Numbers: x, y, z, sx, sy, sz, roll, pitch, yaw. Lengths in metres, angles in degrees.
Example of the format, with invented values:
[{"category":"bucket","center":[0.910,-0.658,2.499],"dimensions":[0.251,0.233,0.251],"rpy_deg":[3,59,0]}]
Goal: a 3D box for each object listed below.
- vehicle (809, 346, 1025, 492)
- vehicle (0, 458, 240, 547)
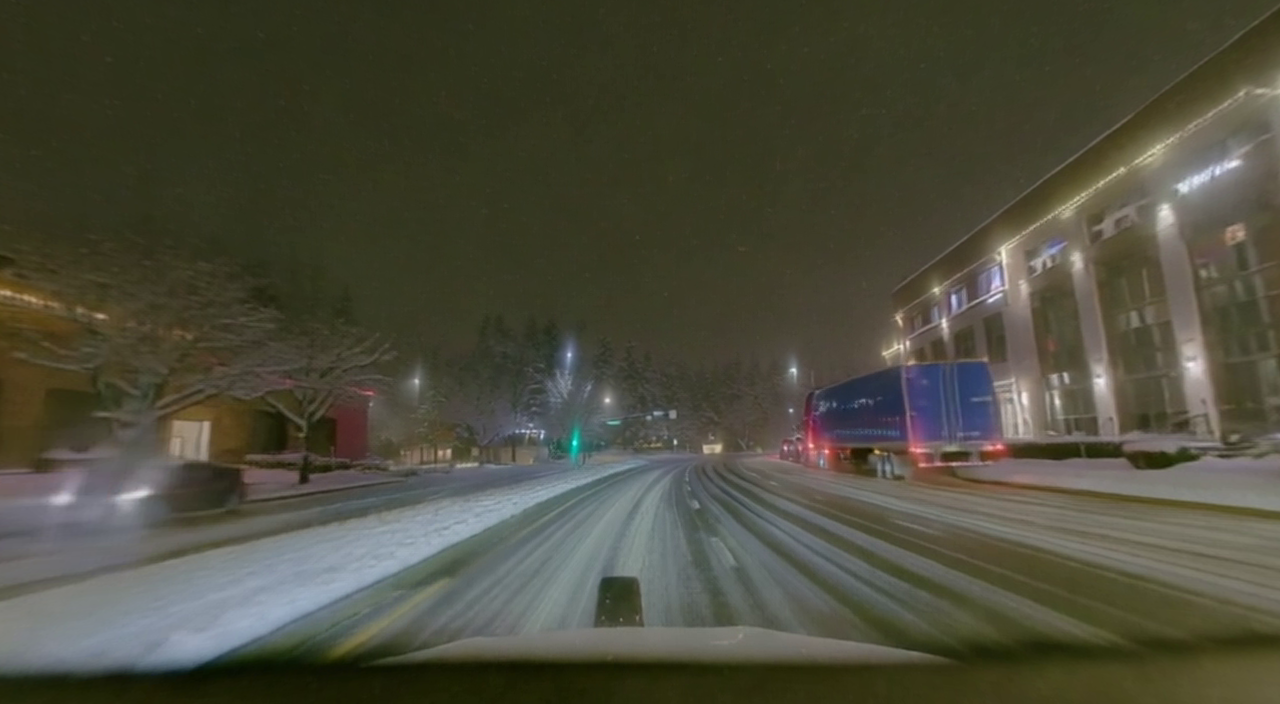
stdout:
[{"category":"vehicle","center":[10.753,3.348,28.096],"dimensions":[2.907,4.439,17.681],"rpy_deg":[0,-9,4]},{"category":"vehicle","center":[-11.047,3.078,13.614],"dimensions":[1.907,1.505,4.354],"rpy_deg":[0,-9,1]}]
